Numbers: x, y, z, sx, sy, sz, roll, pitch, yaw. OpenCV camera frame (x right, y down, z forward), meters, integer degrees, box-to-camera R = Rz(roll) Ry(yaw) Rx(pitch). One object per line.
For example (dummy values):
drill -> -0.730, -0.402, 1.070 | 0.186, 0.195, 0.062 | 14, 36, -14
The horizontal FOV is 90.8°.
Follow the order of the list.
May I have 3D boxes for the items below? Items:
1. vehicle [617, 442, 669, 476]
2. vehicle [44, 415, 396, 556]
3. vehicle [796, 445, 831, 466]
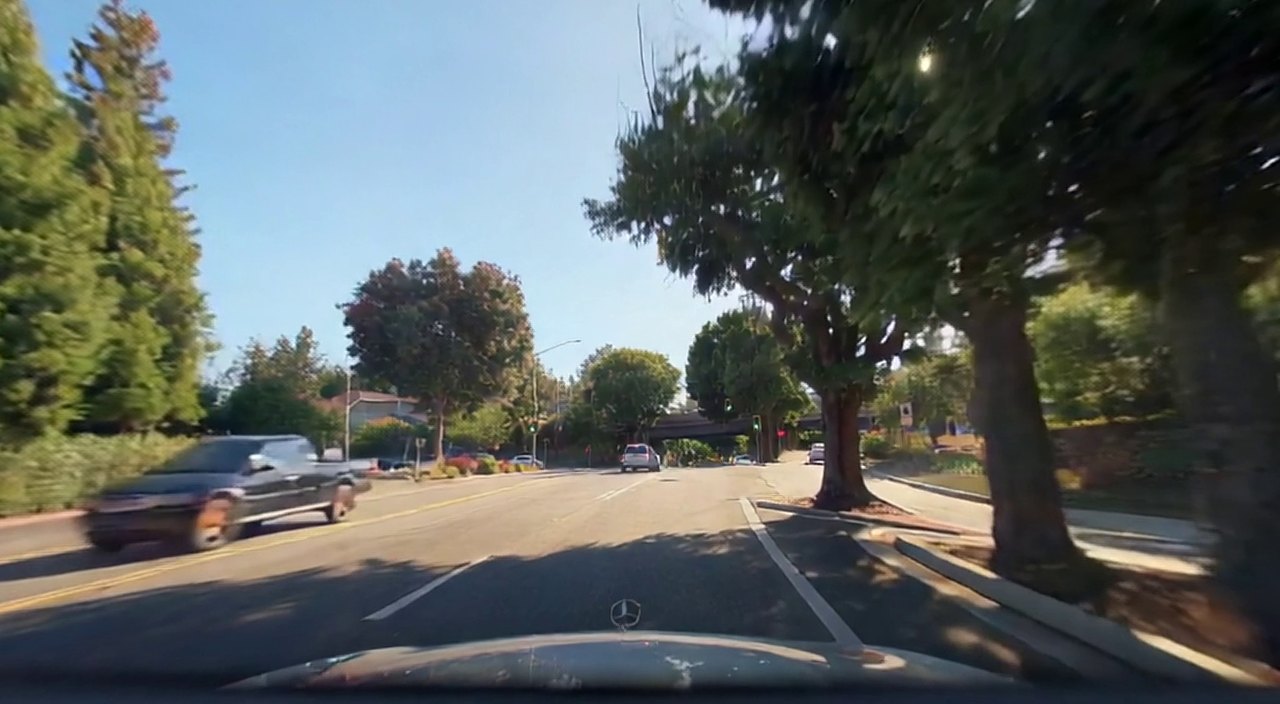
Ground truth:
vehicle -> 0.221, 5.388, 31.925 | 1.997, 1.542, 4.202 | 0, -9, 9
vehicle -> -6.850, 2.235, 11.458 | 2.177, 1.871, 5.550 | 0, -9, 5
vehicle -> 12.917, 7.669, 46.902 | 2.058, 1.475, 4.587 | -2, -9, 20
